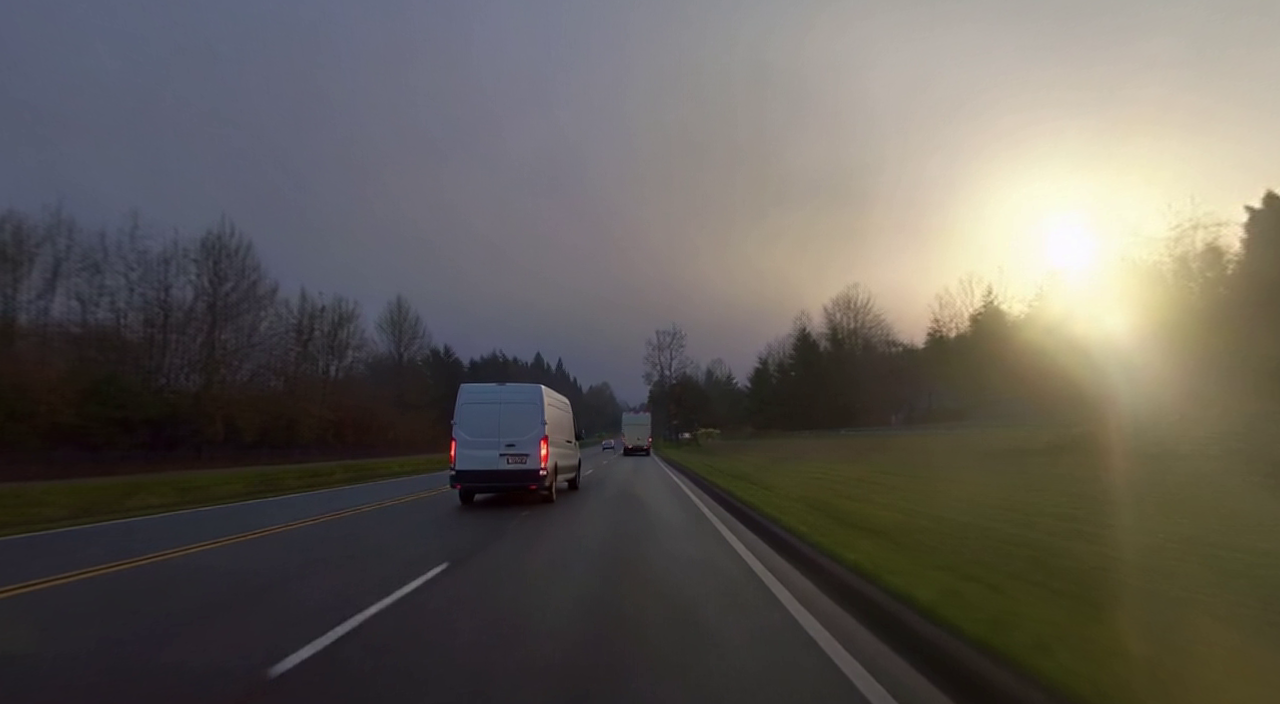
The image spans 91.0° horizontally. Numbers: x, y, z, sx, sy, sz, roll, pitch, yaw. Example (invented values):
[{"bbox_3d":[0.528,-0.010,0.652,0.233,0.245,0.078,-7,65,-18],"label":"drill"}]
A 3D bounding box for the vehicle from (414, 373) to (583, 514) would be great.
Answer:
[{"bbox_3d":[-2.934,2.152,14.934,2.497,2.628,6.016,0,-8,1],"label":"vehicle"}]
